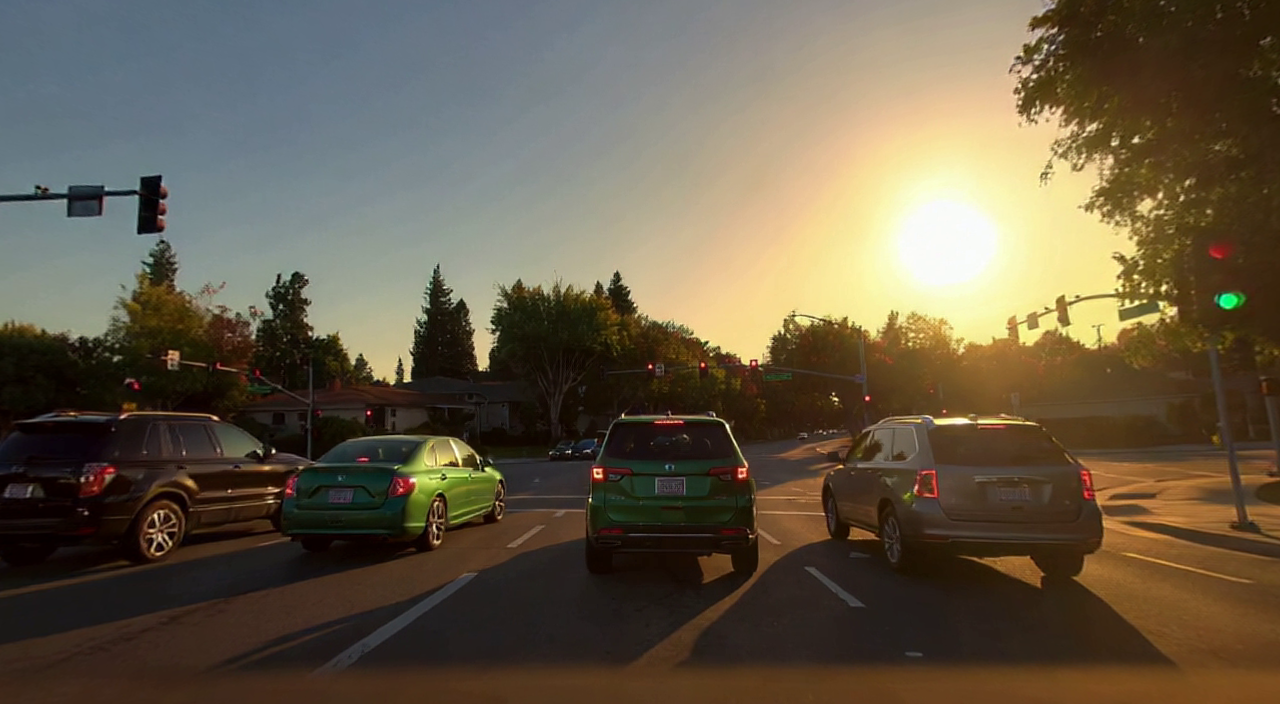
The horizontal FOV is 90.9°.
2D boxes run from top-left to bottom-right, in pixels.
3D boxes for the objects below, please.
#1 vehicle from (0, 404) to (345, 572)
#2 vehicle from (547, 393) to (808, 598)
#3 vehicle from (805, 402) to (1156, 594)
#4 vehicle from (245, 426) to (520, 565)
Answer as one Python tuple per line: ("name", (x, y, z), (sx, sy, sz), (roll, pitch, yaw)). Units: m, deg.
("vehicle", (-6.631, 1.824, 9.269), (2.075, 1.796, 4.785), (0, -8, 2))
("vehicle", (0.390, 1.517, 7.487), (2.198, 1.708, 4.170), (0, -8, 2))
("vehicle", (3.524, 1.588, 7.739), (2.047, 1.638, 4.395), (-1, -8, 4))
("vehicle", (-3.237, 1.883, 9.097), (1.885, 1.475, 4.359), (-1, -8, 4))
